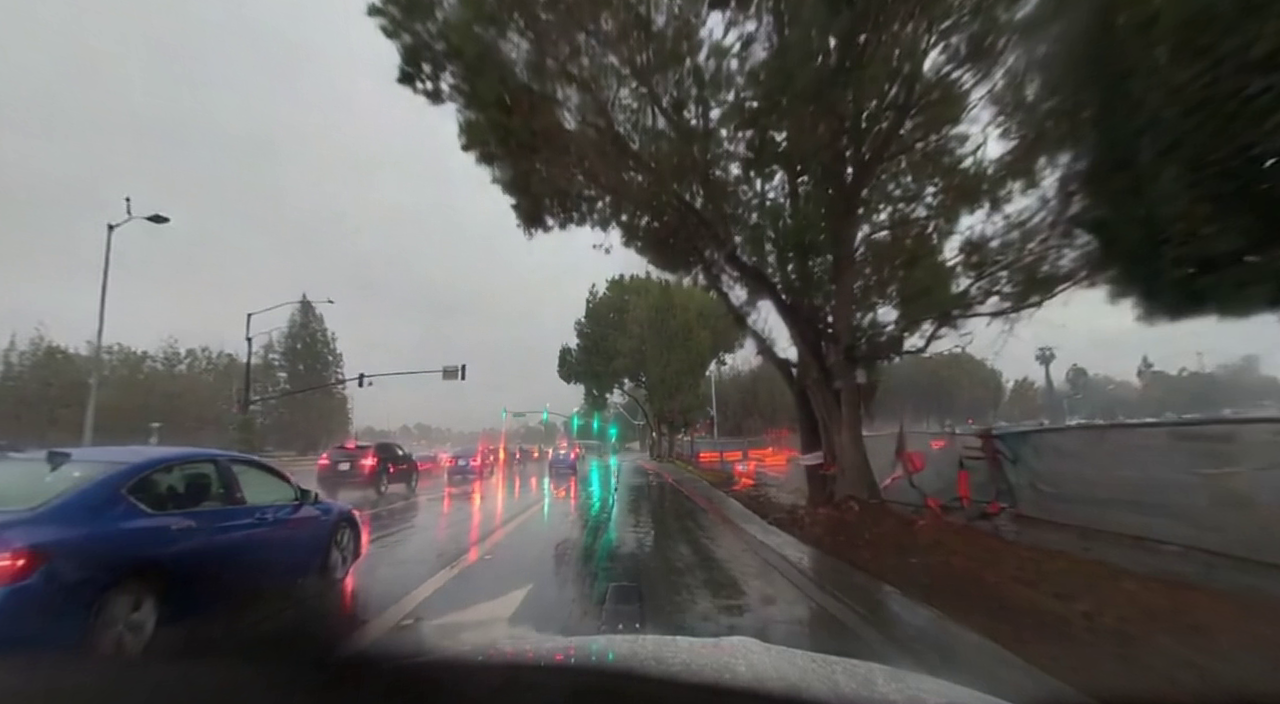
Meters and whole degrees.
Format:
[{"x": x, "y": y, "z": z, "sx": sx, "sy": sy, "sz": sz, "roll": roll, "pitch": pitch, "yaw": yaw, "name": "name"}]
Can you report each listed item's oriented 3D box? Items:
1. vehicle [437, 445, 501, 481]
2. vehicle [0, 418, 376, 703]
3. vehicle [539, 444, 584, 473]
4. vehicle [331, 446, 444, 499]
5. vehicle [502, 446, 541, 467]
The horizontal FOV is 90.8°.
[{"x": -7.813, "y": 5.102, "z": 29.342, "sx": 1.900, "sy": 1.507, "sz": 4.285, "roll": -1, "pitch": -8, "yaw": -2, "name": "vehicle"}, {"x": -4.048, "y": 1.366, "z": 4.824, "sx": 2.026, "sy": 1.497, "sz": 4.577, "roll": -2, "pitch": -8, "yaw": 1, "name": "vehicle"}, {"x": -4.210, "y": 5.774, "z": 34.523, "sx": 2.042, "sy": 1.441, "sz": 4.172, "roll": -1, "pitch": -8, "yaw": -2, "name": "vehicle"}, {"x": -8.166, "y": 3.908, "z": 20.932, "sx": 1.992, "sy": 1.446, "sz": 4.296, "roll": -3, "pitch": -8, "yaw": 0, "name": "vehicle"}, {"x": -8.527, "y": 7.533, "z": 45.736, "sx": 1.933, "sy": 1.458, "sz": 4.544, "roll": 0, "pitch": -8, "yaw": 0, "name": "vehicle"}]
